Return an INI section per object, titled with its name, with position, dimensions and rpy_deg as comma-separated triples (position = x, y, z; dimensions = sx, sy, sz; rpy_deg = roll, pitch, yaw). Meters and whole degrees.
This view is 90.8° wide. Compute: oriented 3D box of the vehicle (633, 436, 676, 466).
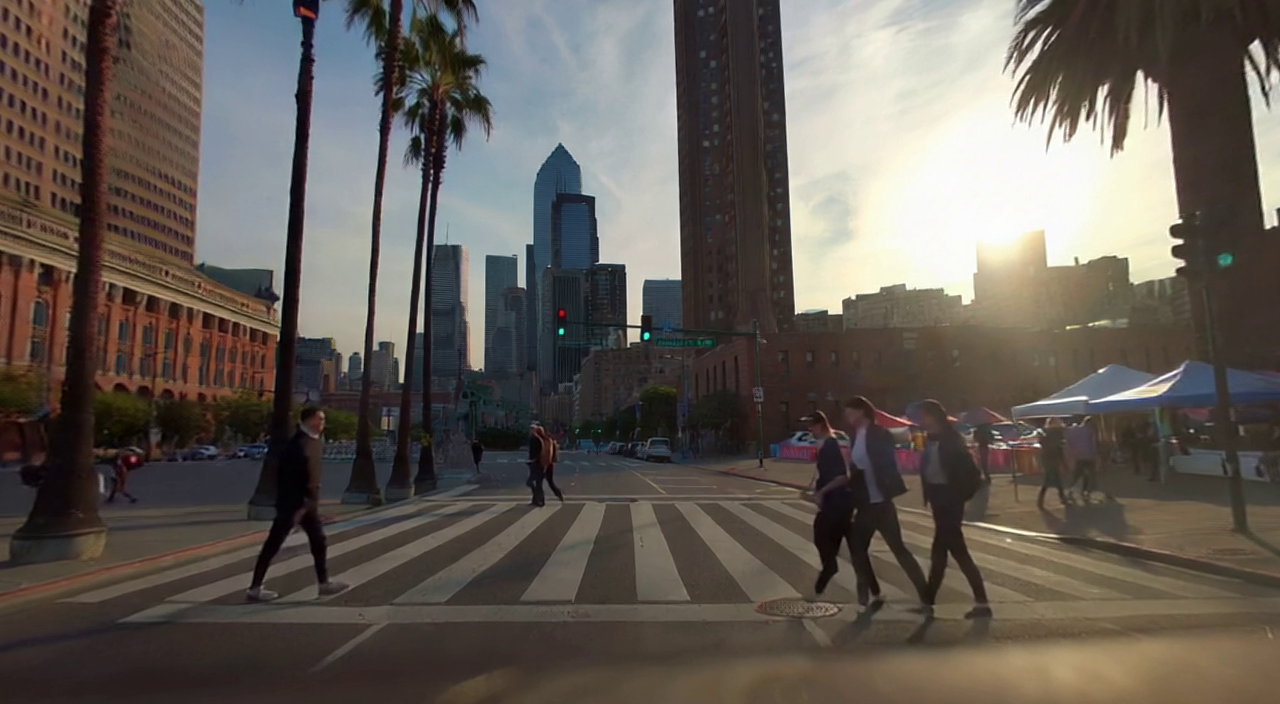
[vehicle]
position = 0.981, 7.279, 46.553
dimensions = 2.322, 2.071, 5.366
rpy_deg = 1, -9, -9
